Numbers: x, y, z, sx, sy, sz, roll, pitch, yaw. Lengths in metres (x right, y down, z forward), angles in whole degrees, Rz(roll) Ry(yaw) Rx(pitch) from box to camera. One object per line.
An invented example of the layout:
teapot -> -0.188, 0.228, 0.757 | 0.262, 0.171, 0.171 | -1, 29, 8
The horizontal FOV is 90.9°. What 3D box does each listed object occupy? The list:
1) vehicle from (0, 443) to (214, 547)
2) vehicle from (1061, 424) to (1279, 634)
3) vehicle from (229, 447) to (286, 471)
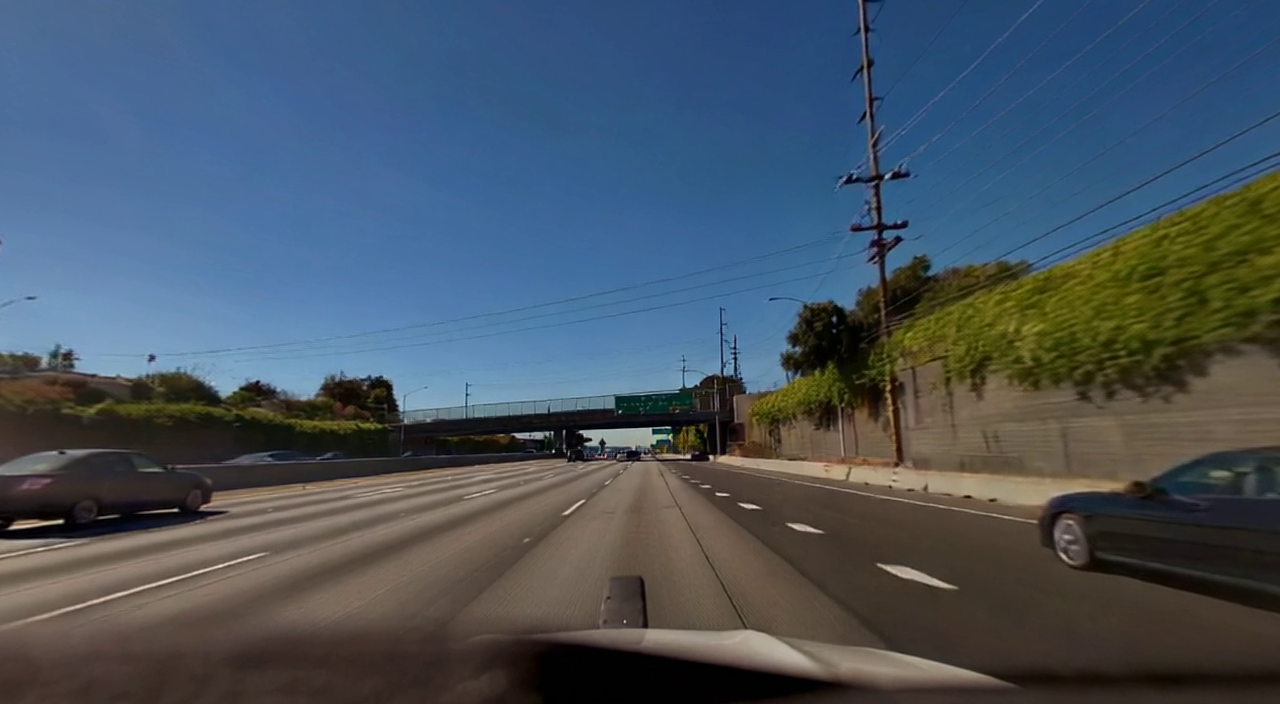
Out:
vehicle -> -10.180, 2.362, 11.129 | 2.056, 1.476, 4.562 | 0, -8, 1
vehicle -> 5.661, 1.254, 4.390 | 2.009, 1.508, 4.874 | 0, -8, -1
vehicle -> -23.443, 6.566, 38.780 | 1.430, 1.333, 3.223 | -1, -8, 1
